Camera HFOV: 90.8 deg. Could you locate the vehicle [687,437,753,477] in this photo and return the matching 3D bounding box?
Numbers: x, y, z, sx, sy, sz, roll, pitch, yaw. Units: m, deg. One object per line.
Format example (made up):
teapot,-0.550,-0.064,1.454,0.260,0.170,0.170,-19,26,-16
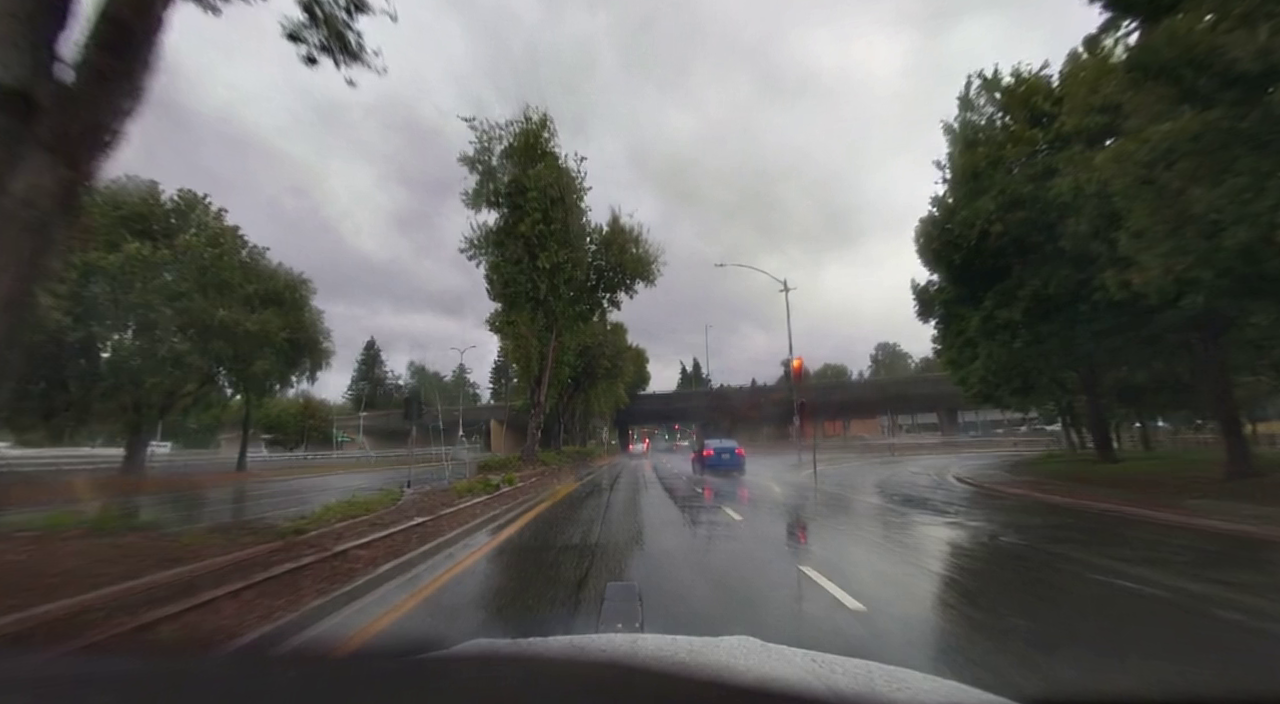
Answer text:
vehicle,3.247,4.357,26.461,2.062,1.484,4.332,0,-8,-1
